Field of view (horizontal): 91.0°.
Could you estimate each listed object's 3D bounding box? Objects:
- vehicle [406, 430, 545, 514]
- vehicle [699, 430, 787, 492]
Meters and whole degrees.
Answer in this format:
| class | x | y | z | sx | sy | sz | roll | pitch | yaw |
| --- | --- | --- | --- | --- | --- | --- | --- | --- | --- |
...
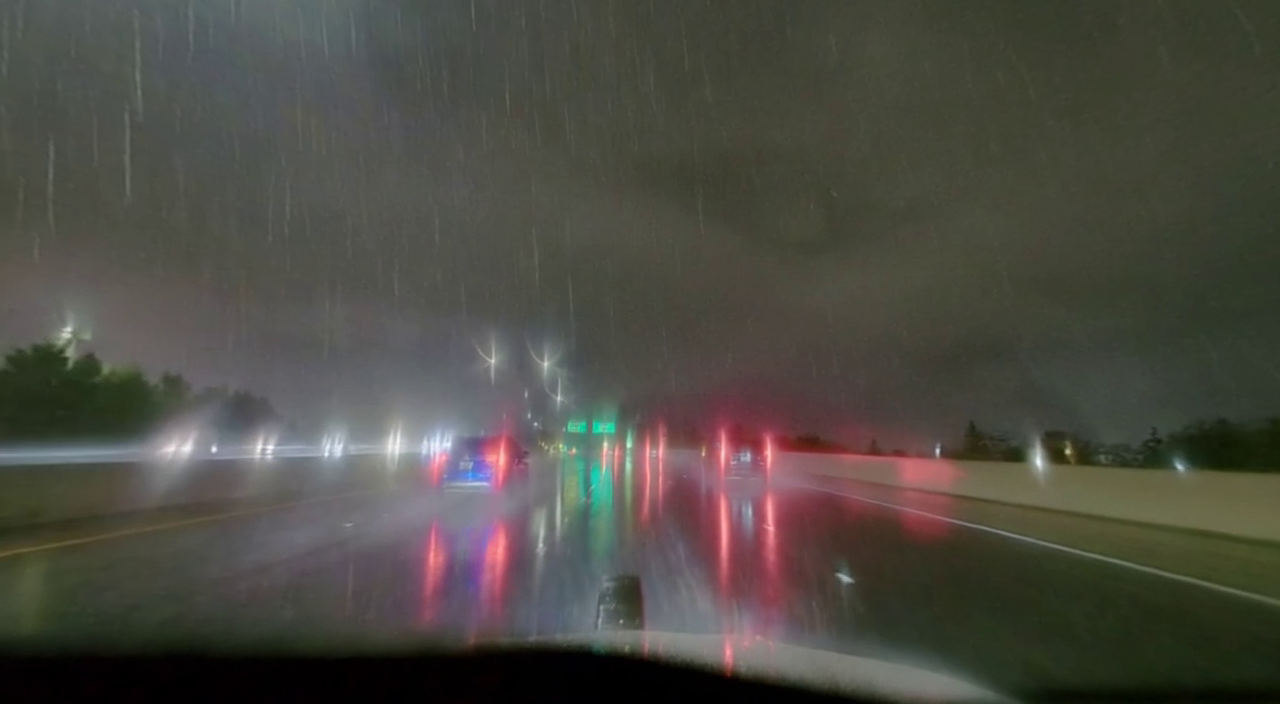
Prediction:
| class | x | y | z | sx | sy | sz | roll | pitch | yaw |
| --- | --- | --- | --- | --- | --- | --- | --- | --- | --- |
| vehicle | -3.812 | 2.889 | 15.561 | 2.214 | 1.743 | 4.465 | 0 | -9 | 0 |
| vehicle | 3.366 | 3.688 | 21.632 | 2.153 | 1.860 | 4.689 | 0 | -9 | -1 |
